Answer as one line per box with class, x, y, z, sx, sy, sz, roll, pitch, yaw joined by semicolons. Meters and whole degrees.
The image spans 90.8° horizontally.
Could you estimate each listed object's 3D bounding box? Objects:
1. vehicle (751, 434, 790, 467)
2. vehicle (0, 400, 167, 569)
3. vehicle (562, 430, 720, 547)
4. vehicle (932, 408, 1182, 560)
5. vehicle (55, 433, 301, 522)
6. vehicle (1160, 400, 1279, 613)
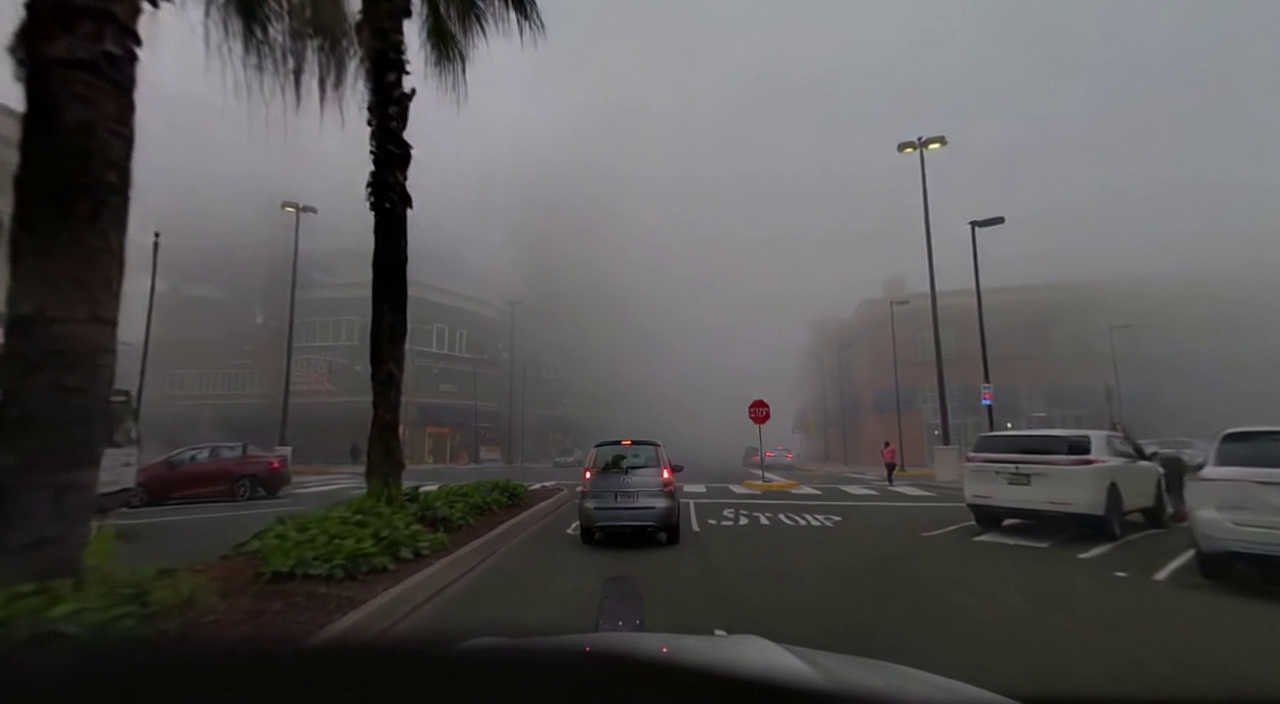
vehicle;10.216;7.667;49.388;2.467;2.369;1.577;3;-8;-37
vehicle;-10.170;1.590;7.474;6.873;2.051;2.823;7;-10;-44
vehicle;0.148;2.047;10.139;2.031;1.479;3.969;-1;-8;4
vehicle;6.255;1.780;9.248;4.623;1.650;1.937;8;-12;-43
vehicle;-10.609;2.812;14.719;4.223;1.731;2.089;8;-12;-44
vehicle;6.517;1.301;5.759;3.754;1.592;1.939;7;-11;-40
